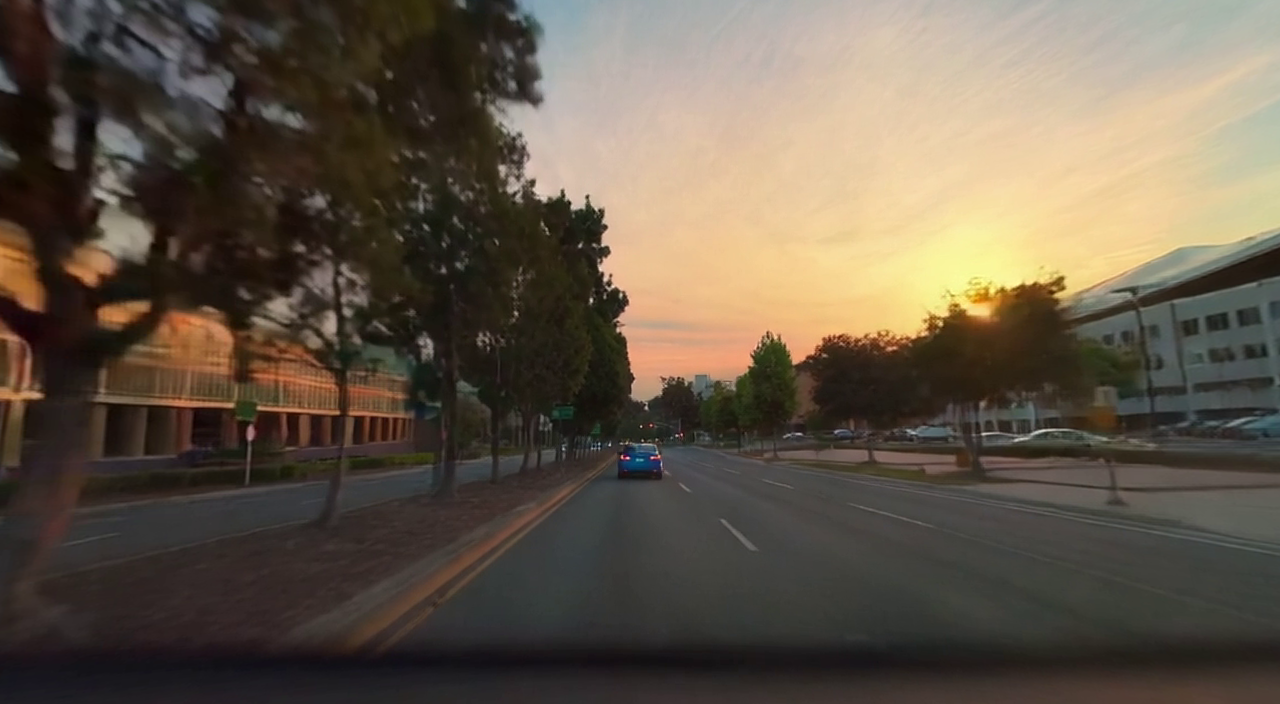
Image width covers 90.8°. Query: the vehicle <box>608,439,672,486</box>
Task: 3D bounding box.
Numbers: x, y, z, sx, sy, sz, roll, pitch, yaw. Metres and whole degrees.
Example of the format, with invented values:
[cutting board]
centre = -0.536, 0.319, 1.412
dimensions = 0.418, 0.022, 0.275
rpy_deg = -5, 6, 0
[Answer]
[vehicle]
centre = -0.030, 3.841, 22.357
dimensions = 2.042, 1.479, 4.601
rpy_deg = 0, -8, -1
